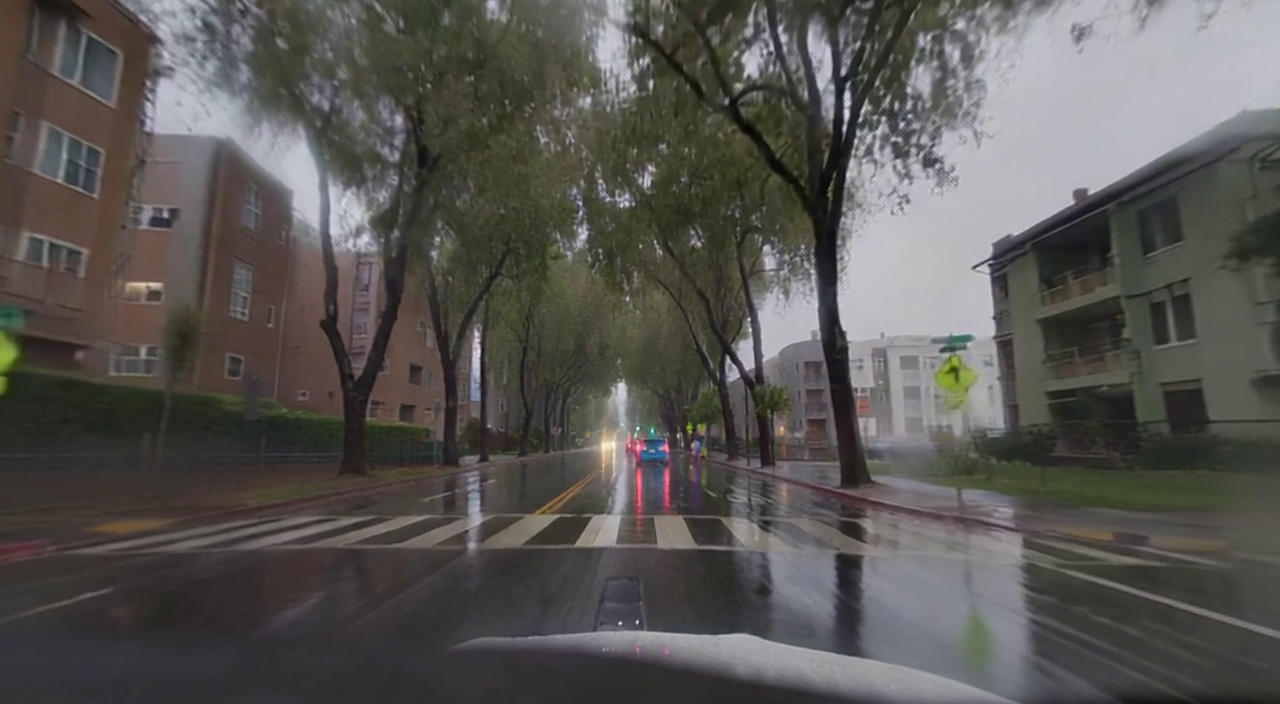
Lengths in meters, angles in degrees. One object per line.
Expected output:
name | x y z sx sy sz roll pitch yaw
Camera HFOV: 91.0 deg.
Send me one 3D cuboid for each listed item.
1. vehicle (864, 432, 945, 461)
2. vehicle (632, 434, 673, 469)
vehicle | 17.167 6.181 41.044 4.237 1.819 2.245 0 -9 0
vehicle | 0.594 5.169 32.912 1.981 1.703 3.691 0 -9 -1
